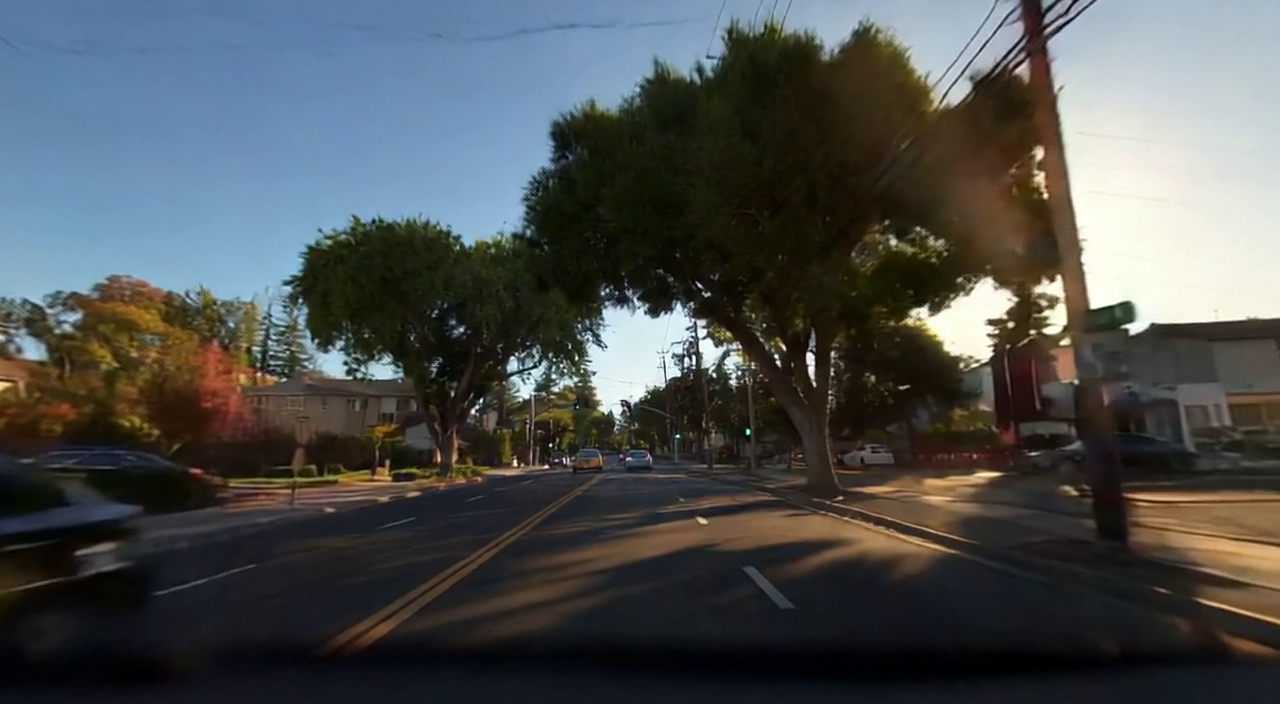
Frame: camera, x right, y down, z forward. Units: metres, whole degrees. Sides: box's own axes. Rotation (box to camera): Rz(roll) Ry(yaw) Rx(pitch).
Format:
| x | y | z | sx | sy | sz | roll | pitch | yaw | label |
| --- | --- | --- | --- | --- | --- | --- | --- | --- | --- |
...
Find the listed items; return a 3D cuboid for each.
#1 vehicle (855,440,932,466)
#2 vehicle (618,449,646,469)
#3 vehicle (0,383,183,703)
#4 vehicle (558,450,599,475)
| x | y | z | sx | sy | sz | roll | pitch | yaw | label |
| --- | --- | --- | --- | --- | --- | --- | --- | --- | --- |
| 18.201 | 7.270 | 45.370 | 4.633 | 1.823 | 1.953 | 0 | -9 | -1 | vehicle |
| -0.614 | 8.342 | 49.367 | 2.093 | 1.497 | 4.010 | 0 | -9 | -1 | vehicle |
| -3.525 | 0.742 | 1.136 | 2.017 | 1.634 | 4.479 | 0 | -9 | 0 | vehicle |
| -3.781 | 6.877 | 39.442 | 2.030 | 1.490 | 4.427 | 0 | -9 | 1 | vehicle |
